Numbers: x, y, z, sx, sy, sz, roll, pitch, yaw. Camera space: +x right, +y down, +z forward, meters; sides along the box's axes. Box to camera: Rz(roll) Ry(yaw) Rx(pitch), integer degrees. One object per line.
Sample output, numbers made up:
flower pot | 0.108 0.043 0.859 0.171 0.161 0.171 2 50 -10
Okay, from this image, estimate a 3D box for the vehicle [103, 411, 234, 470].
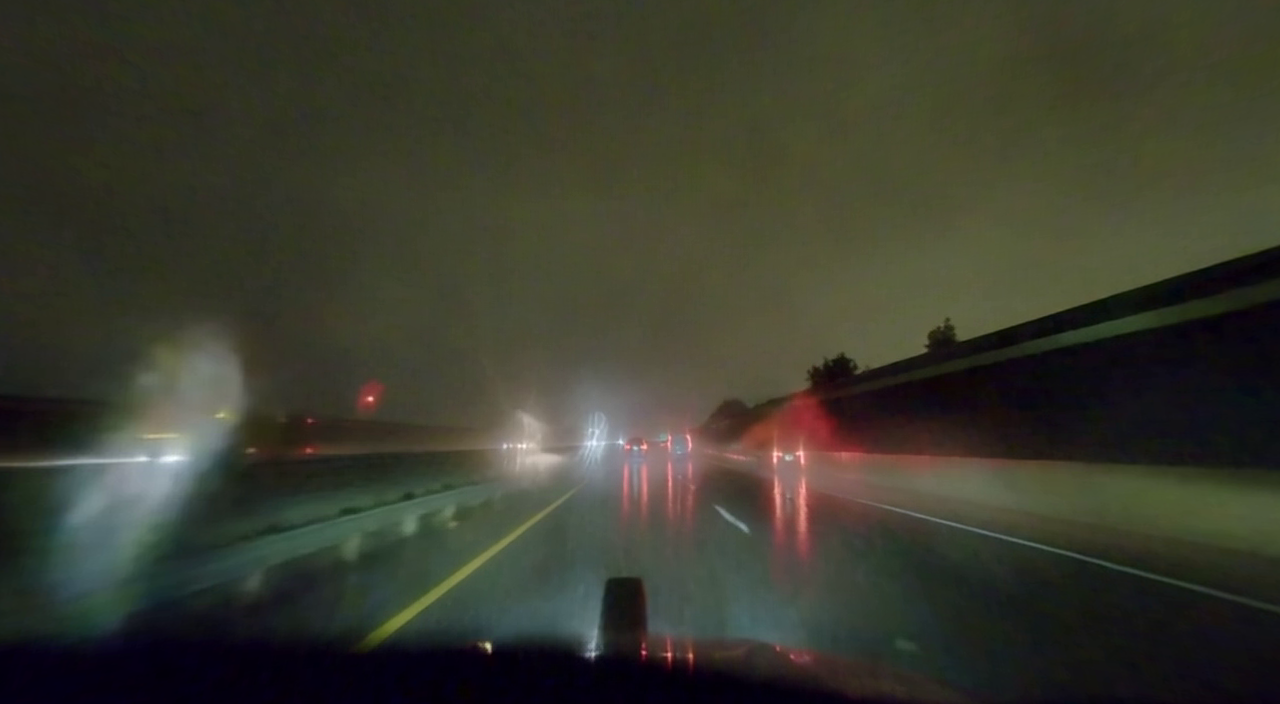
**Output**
vehicle | -32.677 6.229 44.258 2.995 3.749 7.908 0 -8 0
